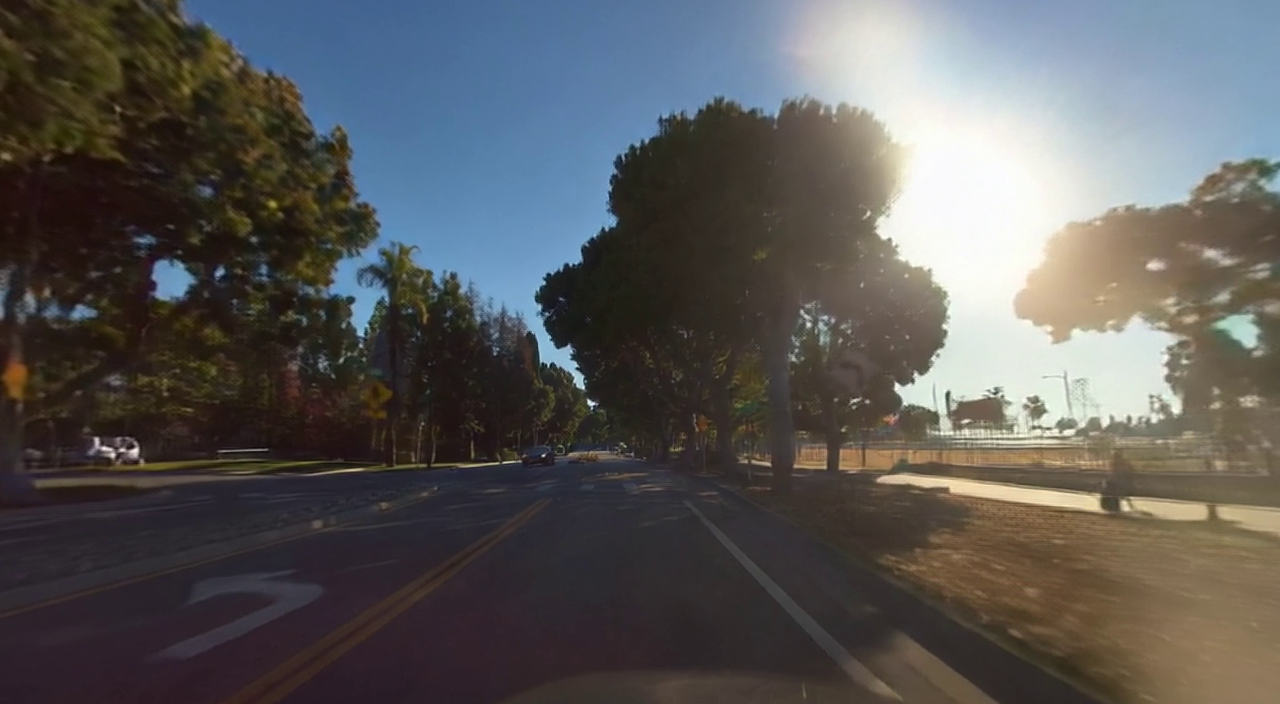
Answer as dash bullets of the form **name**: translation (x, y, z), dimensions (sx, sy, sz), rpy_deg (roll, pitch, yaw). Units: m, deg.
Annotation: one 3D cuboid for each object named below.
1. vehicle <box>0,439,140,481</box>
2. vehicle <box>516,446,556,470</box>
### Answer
- **vehicle**: translation (-22.189, 4.105, 24.178), dimensions (4.534, 1.488, 1.930), rpy_deg (-1, -8, 3)
- **vehicle**: translation (-7.889, 8.068, 48.268), dimensions (2.036, 1.686, 4.780), rpy_deg (-1, -8, 2)
